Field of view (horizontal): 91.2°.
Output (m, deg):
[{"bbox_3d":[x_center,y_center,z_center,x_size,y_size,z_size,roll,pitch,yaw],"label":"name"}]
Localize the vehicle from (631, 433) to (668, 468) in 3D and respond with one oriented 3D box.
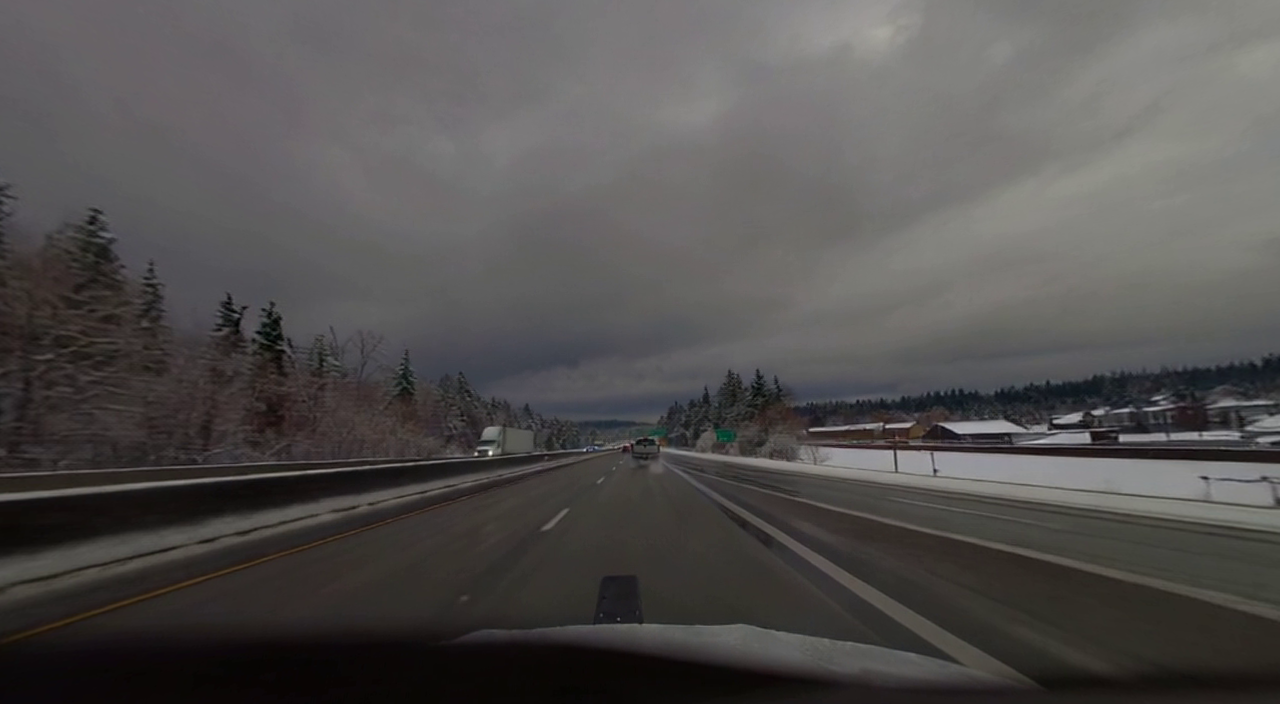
[{"bbox_3d":[0.606,6.321,40.289,2.268,2.122,4.595,-1,-9,1],"label":"vehicle"}]
